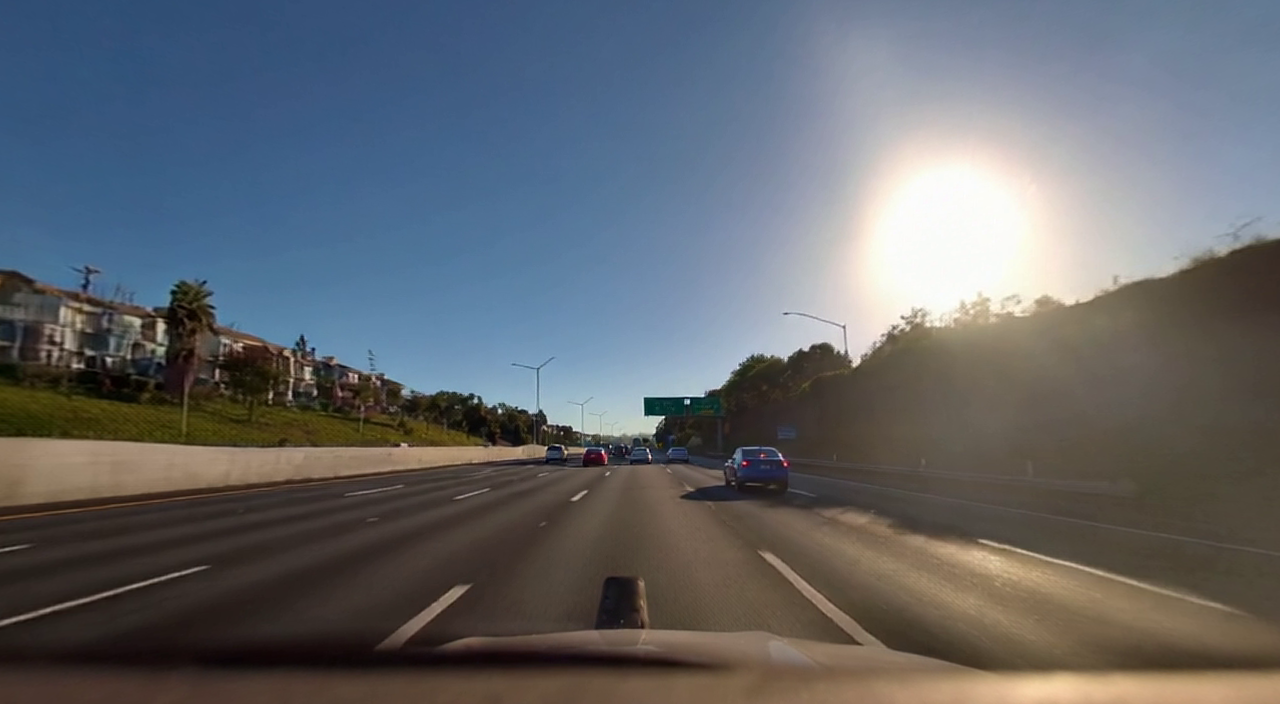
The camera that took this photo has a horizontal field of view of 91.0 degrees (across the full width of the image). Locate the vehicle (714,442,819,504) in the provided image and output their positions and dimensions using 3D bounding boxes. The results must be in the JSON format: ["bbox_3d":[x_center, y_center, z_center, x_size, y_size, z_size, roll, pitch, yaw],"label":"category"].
[{"bbox_3d":[3.462,3.413,18.264,2.077,1.527,4.553,0,-9,0],"label":"vehicle"}]

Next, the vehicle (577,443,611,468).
[{"bbox_3d":[-3.176,7.261,44.338,2.091,1.664,4.157,0,-9,0],"label":"vehicle"}]

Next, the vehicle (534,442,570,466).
[{"bbox_3d":[-6.699,7.794,48.260,2.112,1.721,4.381,0,-9,1],"label":"vehicle"}]

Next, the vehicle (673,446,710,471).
[{"bbox_3d":[3.362,7.003,41.505,2.036,1.517,4.256,0,-9,-1],"label":"vehicle"}]

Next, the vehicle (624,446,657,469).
[{"bbox_3d":[0.048,7.144,42.886,2.166,1.496,4.158,0,-9,0],"label":"vehicle"}]
